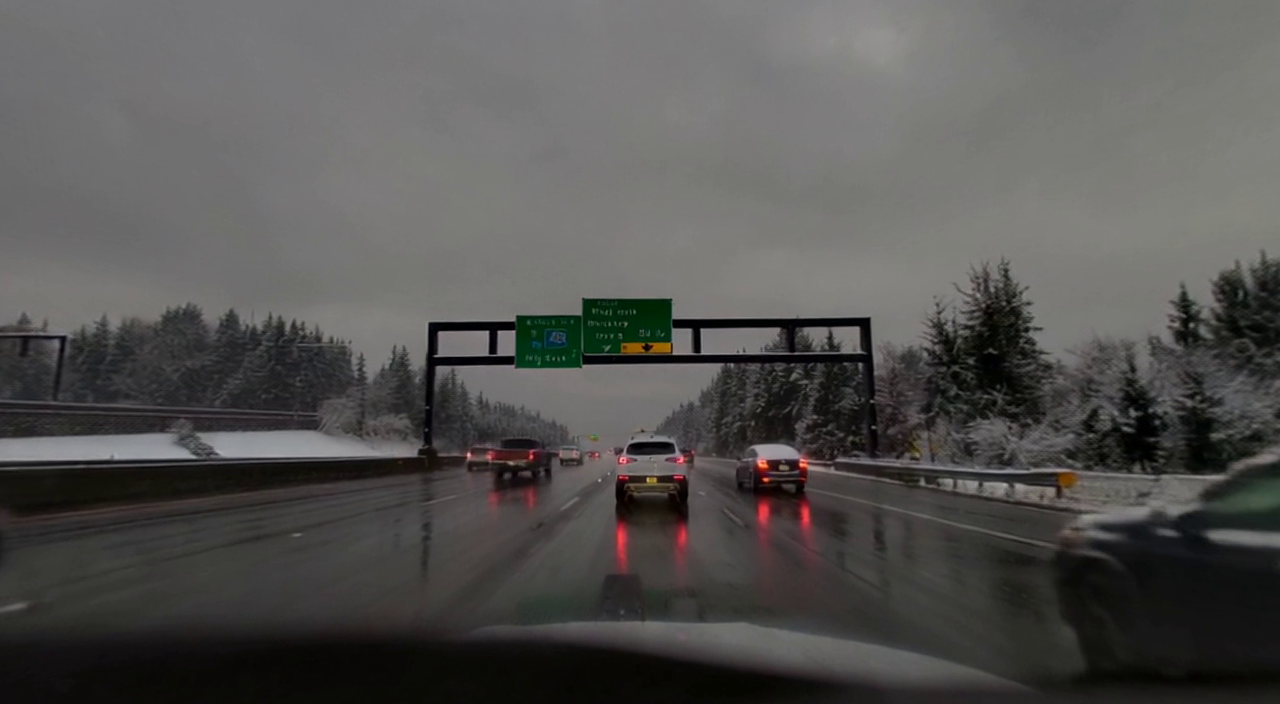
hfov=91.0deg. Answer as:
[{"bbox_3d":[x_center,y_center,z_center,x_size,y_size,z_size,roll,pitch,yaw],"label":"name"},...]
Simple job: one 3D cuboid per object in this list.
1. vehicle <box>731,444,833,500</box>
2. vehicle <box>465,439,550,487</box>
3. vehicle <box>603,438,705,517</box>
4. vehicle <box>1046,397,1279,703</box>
[{"bbox_3d":[4.198,3.618,19.474,2.002,1.499,4.710,0,-9,-1],"label":"vehicle"},{"bbox_3d":[-5.297,4.509,25.954,2.182,1.743,5.144,0,-9,2],"label":"vehicle"},{"bbox_3d":[0.277,2.807,14.575,2.044,1.554,3.824,0,-9,0],"label":"vehicle"},{"bbox_3d":[3.558,0.852,1.873,2.044,1.523,3.947,0,-9,0],"label":"vehicle"}]
